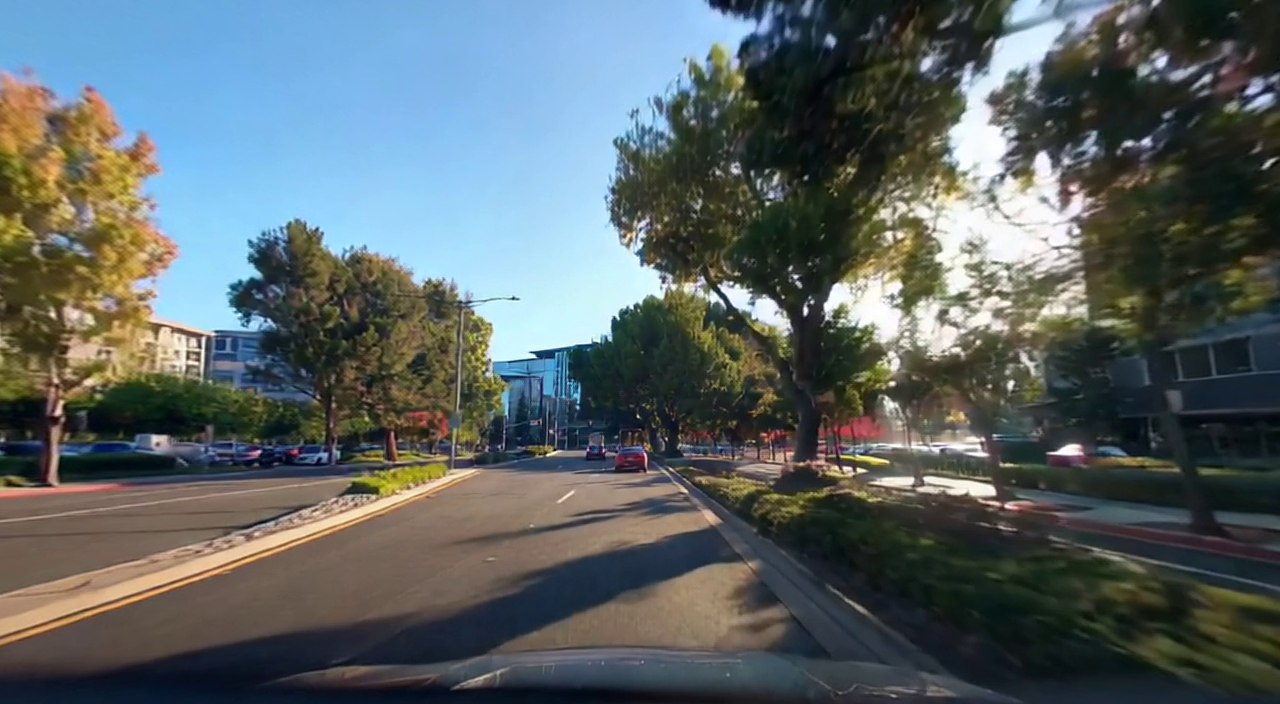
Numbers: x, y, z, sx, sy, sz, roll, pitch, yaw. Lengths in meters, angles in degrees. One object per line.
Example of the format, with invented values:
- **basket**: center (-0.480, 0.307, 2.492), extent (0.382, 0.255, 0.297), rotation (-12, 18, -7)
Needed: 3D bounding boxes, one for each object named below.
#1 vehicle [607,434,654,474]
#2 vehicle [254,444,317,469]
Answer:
- **vehicle**: center (-0.464, 5.224, 32.507), extent (2.260, 1.872, 4.578), rotation (0, -9, 0)
- **vehicle**: center (-27.008, 7.958, 48.331), extent (1.992, 1.798, 4.987), rotation (0, -9, -1)
